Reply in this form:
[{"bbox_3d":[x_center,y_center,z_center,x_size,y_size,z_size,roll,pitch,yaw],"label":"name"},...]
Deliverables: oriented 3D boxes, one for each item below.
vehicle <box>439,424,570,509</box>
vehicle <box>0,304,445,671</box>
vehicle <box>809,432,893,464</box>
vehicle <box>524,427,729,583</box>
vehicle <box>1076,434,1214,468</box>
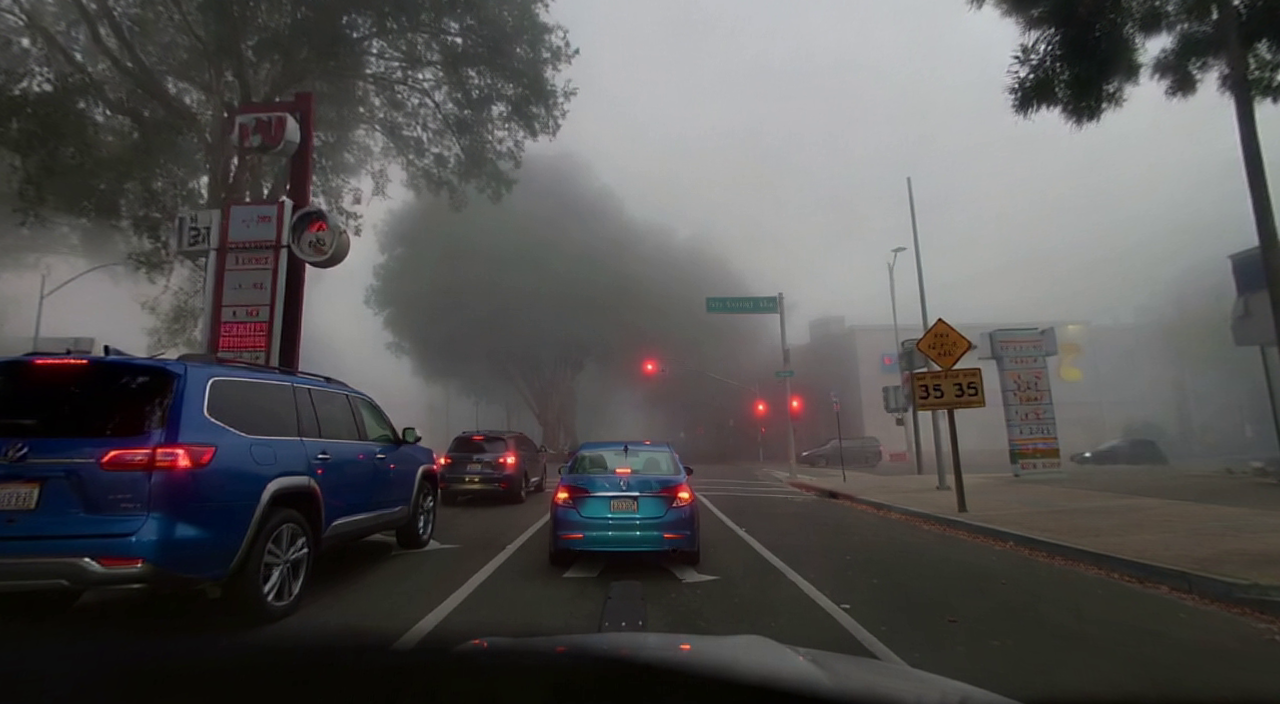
[{"bbox_3d":[-2.931,2.594,14.598,2.047,1.664,4.148,0,-8,1],"label":"vehicle"},{"bbox_3d":[-3.817,1.130,6.212,2.152,2.118,5.066,0,-8,0],"label":"vehicle"},{"bbox_3d":[11.953,5.482,35.771,4.116,1.719,2.069,-1,-9,7],"label":"vehicle"},{"bbox_3d":[-0.163,1.784,8.185,1.966,1.481,4.146,0,-8,-1],"label":"vehicle"},{"bbox_3d":[23.786,4.687,29.854,4.809,1.476,1.845,-6,-9,32],"label":"vehicle"}]
